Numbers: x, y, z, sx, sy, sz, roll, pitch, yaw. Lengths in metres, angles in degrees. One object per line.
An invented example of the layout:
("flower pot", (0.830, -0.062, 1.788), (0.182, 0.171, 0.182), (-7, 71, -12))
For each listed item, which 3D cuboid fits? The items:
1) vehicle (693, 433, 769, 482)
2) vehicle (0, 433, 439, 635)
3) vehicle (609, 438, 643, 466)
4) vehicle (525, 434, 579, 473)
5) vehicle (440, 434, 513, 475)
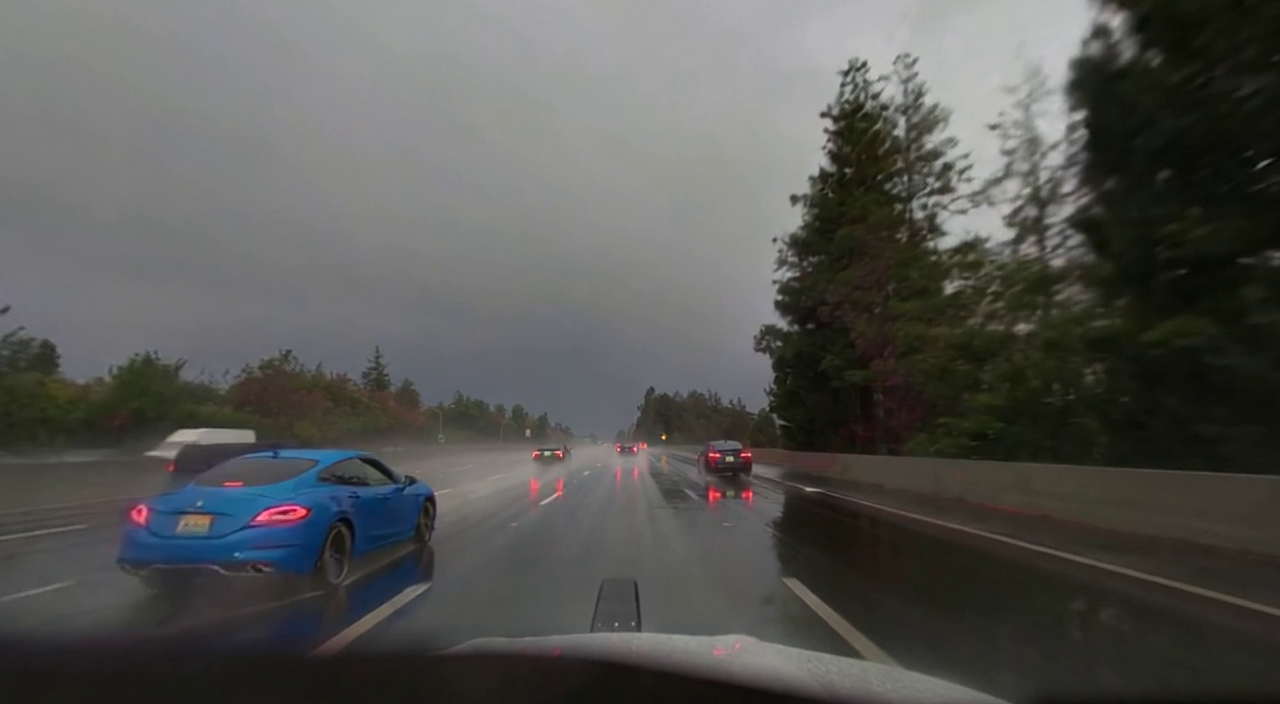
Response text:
("vehicle", (3.281, 3.901, 23.674), (2.061, 1.658, 4.417), (0, -8, -2))
("vehicle", (-3.970, 1.635, 6.801), (2.124, 1.426, 4.444), (0, -8, 0))
("vehicle", (-0.865, 6.340, 40.205), (2.053, 1.650, 3.945), (0, -8, -1))
("vehicle", (-4.270, 5.003, 31.303), (2.044, 1.774, 4.329), (0, -8, 0))
("vehicle", (-7.638, 4.852, 30.090), (2.086, 1.776, 5.080), (0, -8, 0))
